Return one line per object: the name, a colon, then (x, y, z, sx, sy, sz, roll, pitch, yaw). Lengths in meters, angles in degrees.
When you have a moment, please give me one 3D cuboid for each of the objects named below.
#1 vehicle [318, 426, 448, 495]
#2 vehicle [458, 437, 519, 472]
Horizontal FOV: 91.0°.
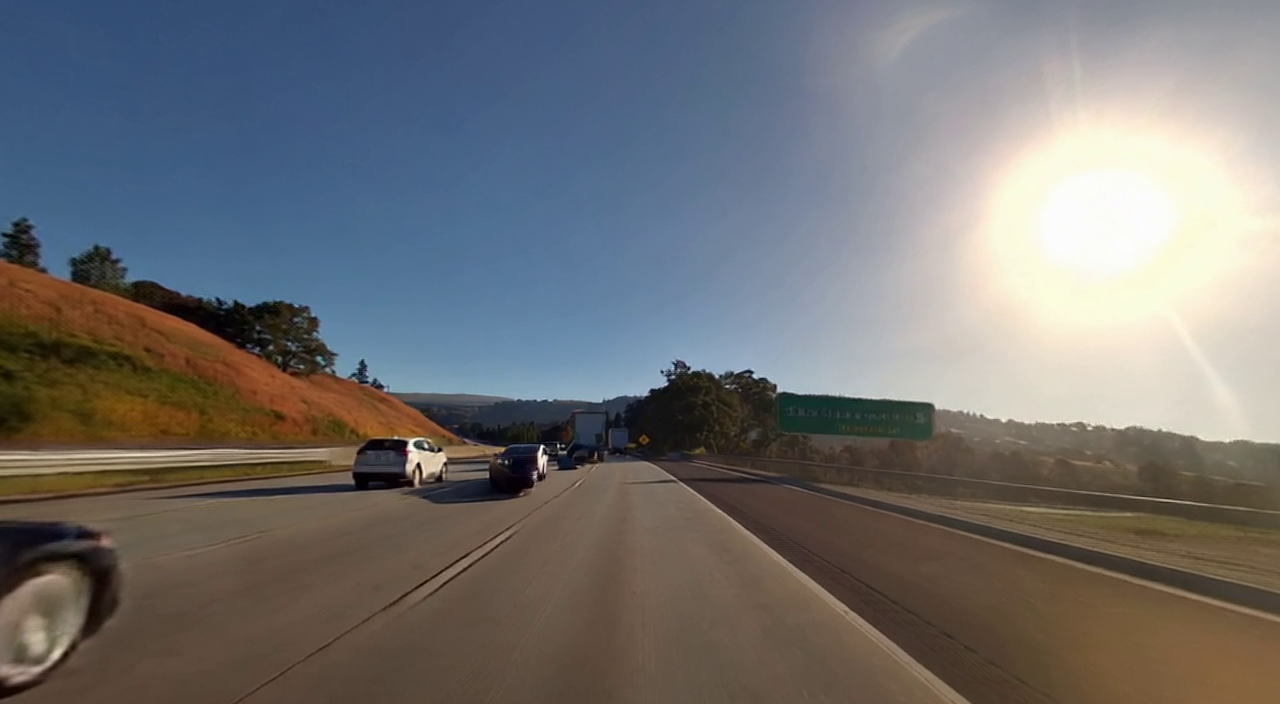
vehicle: (-7.315, 3.127, 18.466, 2.081, 1.740, 4.268, 1, -9, -2)
vehicle: (-7.823, 5.332, 32.986, 2.099, 1.644, 4.638, 1, -9, -1)
